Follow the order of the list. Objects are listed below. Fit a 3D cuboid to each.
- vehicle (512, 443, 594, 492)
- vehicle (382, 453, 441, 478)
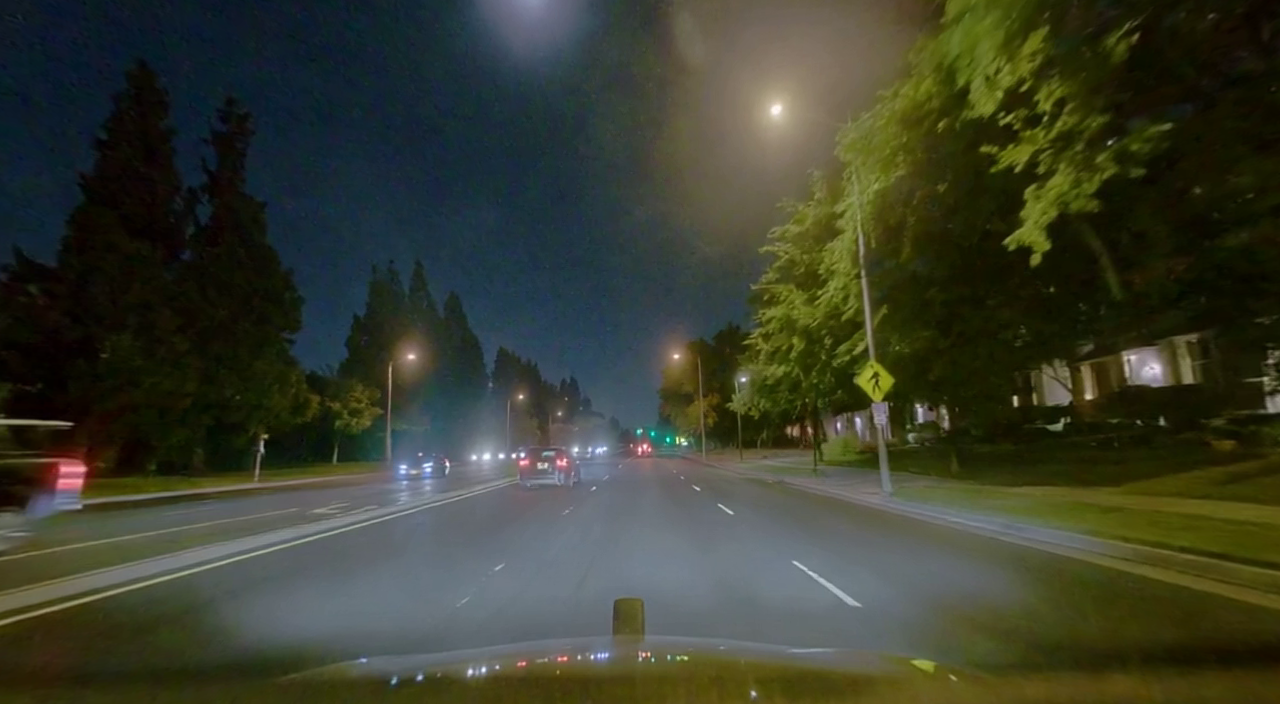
[{"bbox_3d":[-2.886,3.980,22.004,2.106,1.517,4.375,-1,-9,2],"label":"vehicle"},{"bbox_3d":[-14.920,7.407,41.425,1.948,1.492,4.536,-1,-9,3],"label":"vehicle"}]
